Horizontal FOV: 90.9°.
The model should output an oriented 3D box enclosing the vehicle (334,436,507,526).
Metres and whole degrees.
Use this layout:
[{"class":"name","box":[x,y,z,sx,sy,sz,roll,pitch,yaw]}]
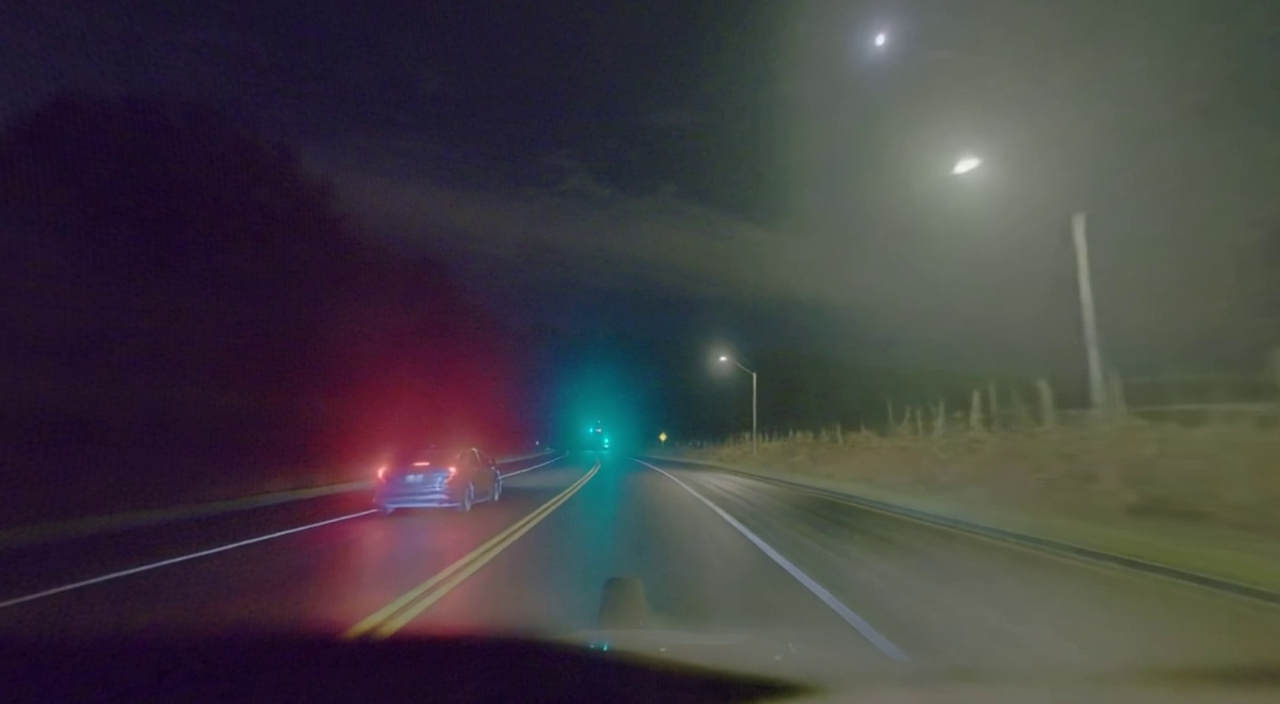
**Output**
[{"class":"vehicle","box":[-4.202,2.530,12.975,1.968,1.503,4.443,0,-8,0]}]
